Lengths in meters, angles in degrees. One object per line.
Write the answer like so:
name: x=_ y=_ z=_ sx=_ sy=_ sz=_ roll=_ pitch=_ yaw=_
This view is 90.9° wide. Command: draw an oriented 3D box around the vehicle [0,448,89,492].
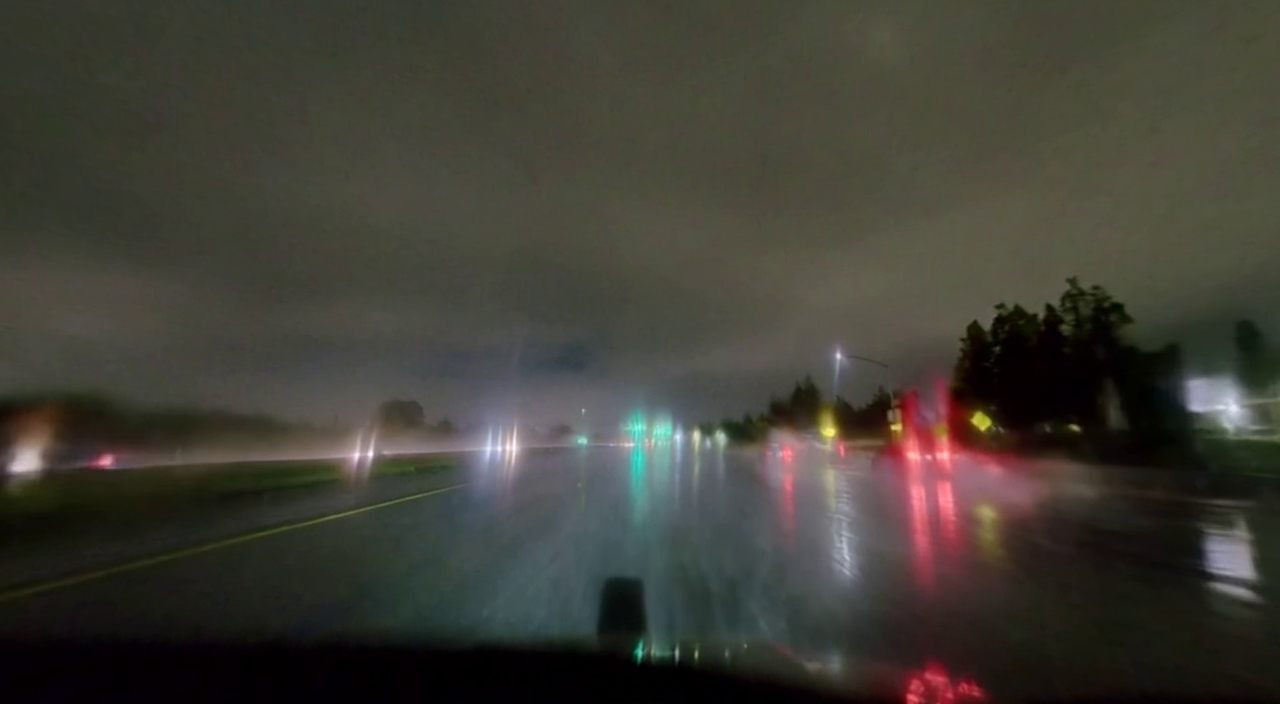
vehicle: x=-26.917 y=4.985 z=26.887 sx=1.972 sy=1.727 sz=5.254 roll=0 pitch=-8 yaw=1
